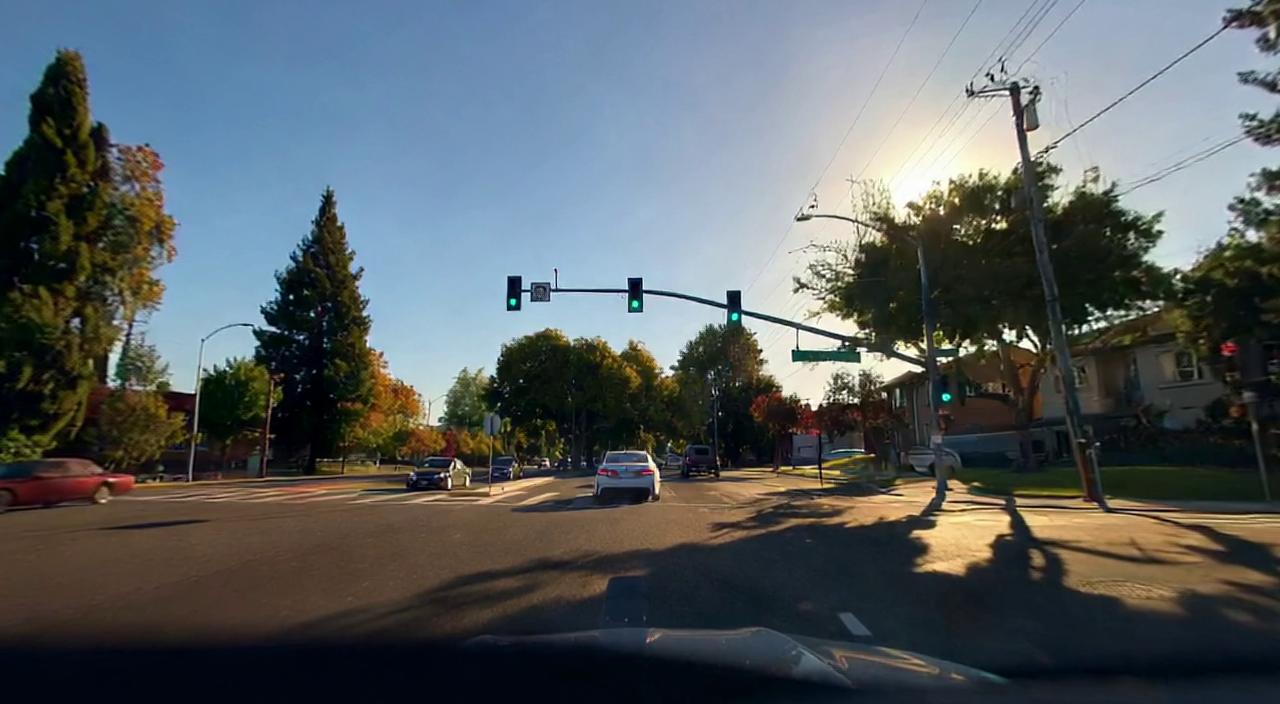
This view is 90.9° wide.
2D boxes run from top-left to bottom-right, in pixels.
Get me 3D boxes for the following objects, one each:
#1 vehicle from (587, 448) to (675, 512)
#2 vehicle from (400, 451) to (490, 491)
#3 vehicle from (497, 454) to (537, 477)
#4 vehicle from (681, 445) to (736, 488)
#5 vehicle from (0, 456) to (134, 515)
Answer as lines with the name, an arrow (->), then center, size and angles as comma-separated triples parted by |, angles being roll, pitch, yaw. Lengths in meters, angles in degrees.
vehicle -> -0.203, 3.433, 17.428 | 2.140, 1.474, 4.026 | 0, -8, 1
vehicle -> -8.153, 5.026, 26.891 | 2.121, 1.513, 4.832 | 0, -9, 2
vehicle -> -8.751, 8.089, 45.254 | 2.035, 1.463, 4.527 | 0, -8, 0
vehicle -> 3.135, 5.335, 29.861 | 2.073, 1.822, 4.276 | 0, -8, -1
vehicle -> -18.238, 3.952, 19.074 | 1.902, 1.475, 4.731 | 0, -8, 0
